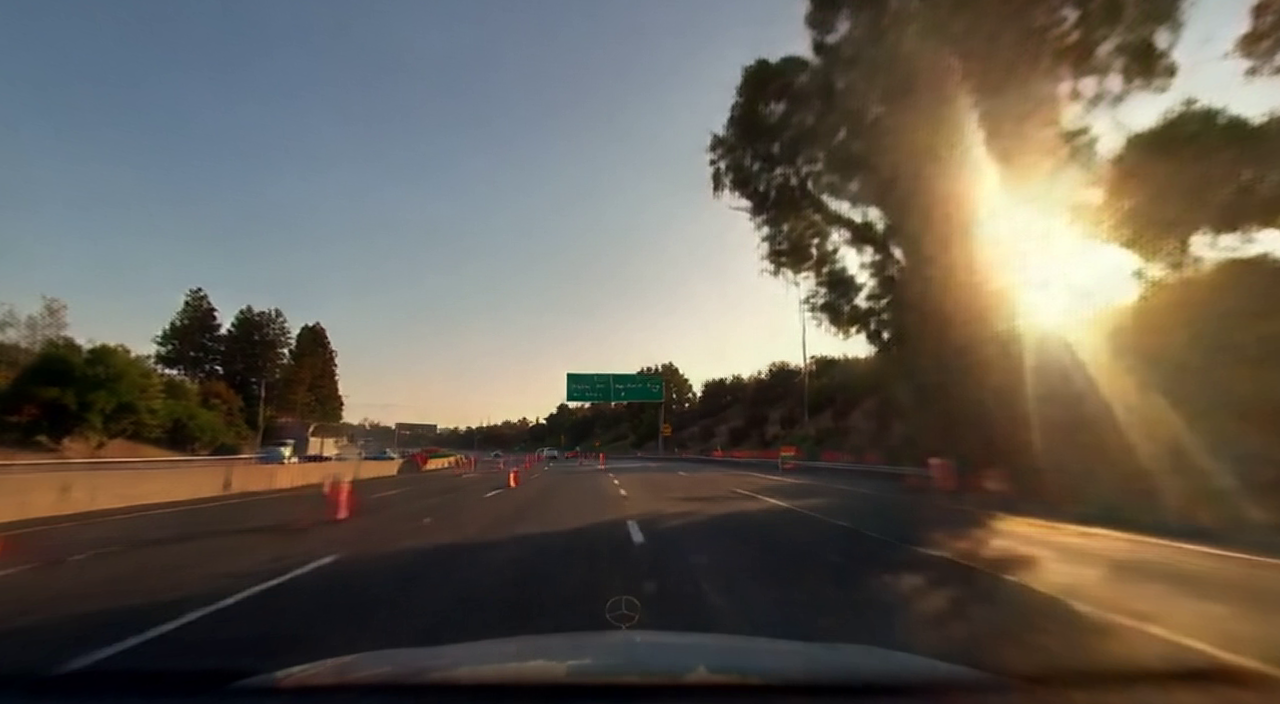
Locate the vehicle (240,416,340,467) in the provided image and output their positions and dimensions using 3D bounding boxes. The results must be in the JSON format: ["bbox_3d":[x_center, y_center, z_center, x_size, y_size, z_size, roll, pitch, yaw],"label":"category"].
[{"bbox_3d":[-25.307,6.578,46.220,3.030,3.342,8.736,1,-9,-6],"label":"vehicle"}]
